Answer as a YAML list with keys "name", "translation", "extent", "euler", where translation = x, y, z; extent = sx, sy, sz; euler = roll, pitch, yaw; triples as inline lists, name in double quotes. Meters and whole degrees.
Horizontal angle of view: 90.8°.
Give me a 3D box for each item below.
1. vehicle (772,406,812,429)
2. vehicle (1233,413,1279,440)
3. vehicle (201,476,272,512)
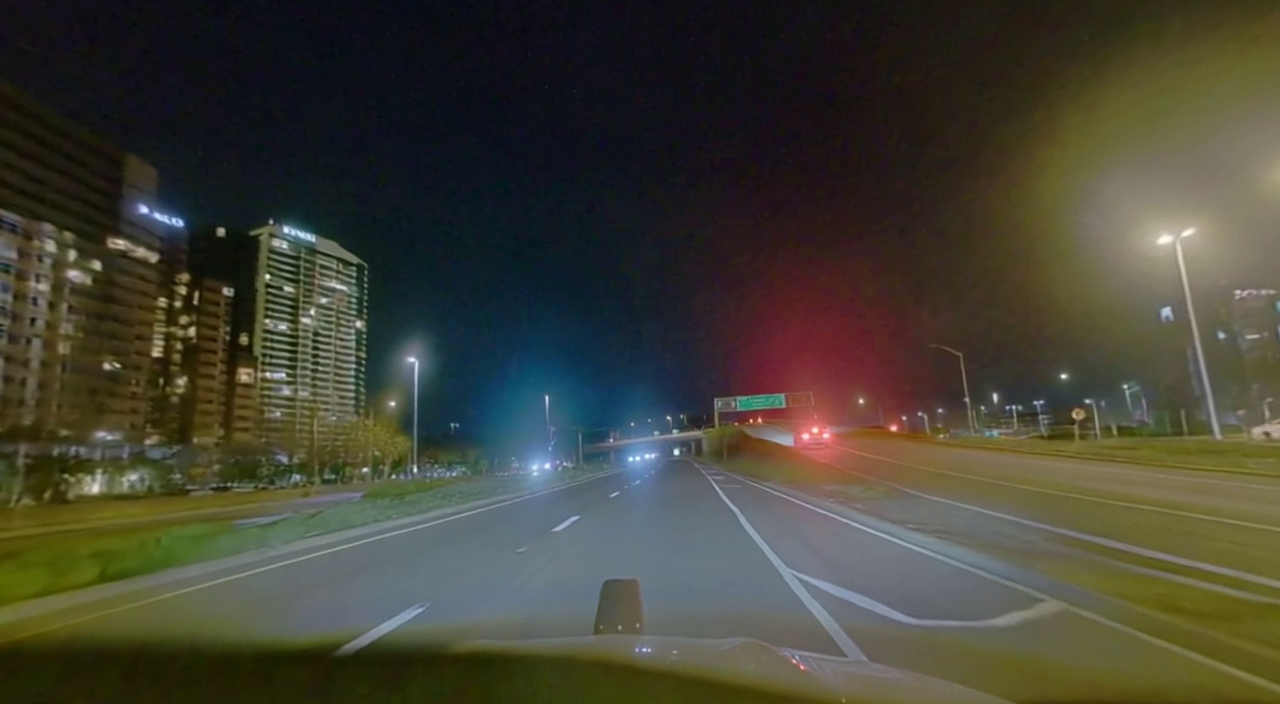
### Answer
- name: "vehicle"
  translation: [11.082, 4.863, 46.370]
  extent: [2.048, 1.516, 3.874]
  euler: [0, -8, 1]
- name: "vehicle"
  translation: [43.162, 5.070, 42.823]
  extent: [1.744, 1.705, 4.514]
  euler: [-1, -8, 4]
- name: "vehicle"
  translation: [-21.220, 7.450, 33.417]
  extent: [2.105, 1.469, 4.514]
  euler: [3, -9, -19]
